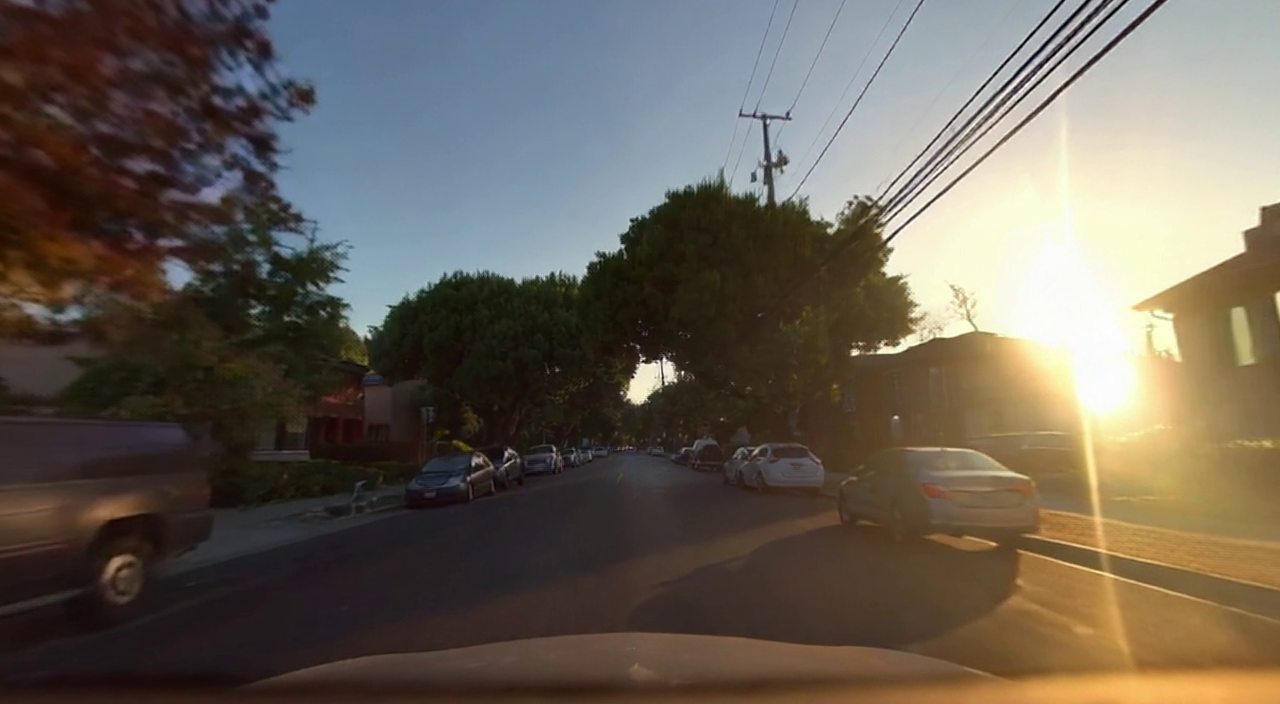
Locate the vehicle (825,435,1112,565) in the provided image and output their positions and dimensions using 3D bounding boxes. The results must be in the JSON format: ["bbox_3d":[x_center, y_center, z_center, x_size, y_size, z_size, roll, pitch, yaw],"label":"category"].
[{"bbox_3d":[4.334,1.985,9.320,1.893,1.437,4.369,0,-8,0],"label":"vehicle"}]

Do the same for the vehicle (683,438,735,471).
[{"bbox_3d":[4.109,6.236,38.688,2.279,1.848,5.577,0,-9,-3],"label":"vehicle"}]

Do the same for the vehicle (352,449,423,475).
[{"bbox_3d":[-17.611,7.656,44.260,4.184,1.620,1.852,-2,-8,1],"label":"vehicle"}]

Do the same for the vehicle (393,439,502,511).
[{"bbox_3d":[-5.437,3.475,18.396,1.873,1.709,4.206,-4,-8,-1],"label":"vehicle"}]

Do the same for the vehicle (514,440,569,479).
[{"bbox_3d":[-5.406,5.946,35.442,2.285,1.895,5.883,-3,-8,-2],"label":"vehicle"}]

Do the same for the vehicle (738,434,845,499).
[{"bbox_3d":[4.178,3.244,18.290,1.979,1.620,4.684,0,-8,1],"label":"vehicle"}]

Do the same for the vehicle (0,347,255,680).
[{"bbox_3d":[-5.274,1.067,3.993,2.242,2.135,5.566,-2,-8,-1],"label":"vehicle"}]
